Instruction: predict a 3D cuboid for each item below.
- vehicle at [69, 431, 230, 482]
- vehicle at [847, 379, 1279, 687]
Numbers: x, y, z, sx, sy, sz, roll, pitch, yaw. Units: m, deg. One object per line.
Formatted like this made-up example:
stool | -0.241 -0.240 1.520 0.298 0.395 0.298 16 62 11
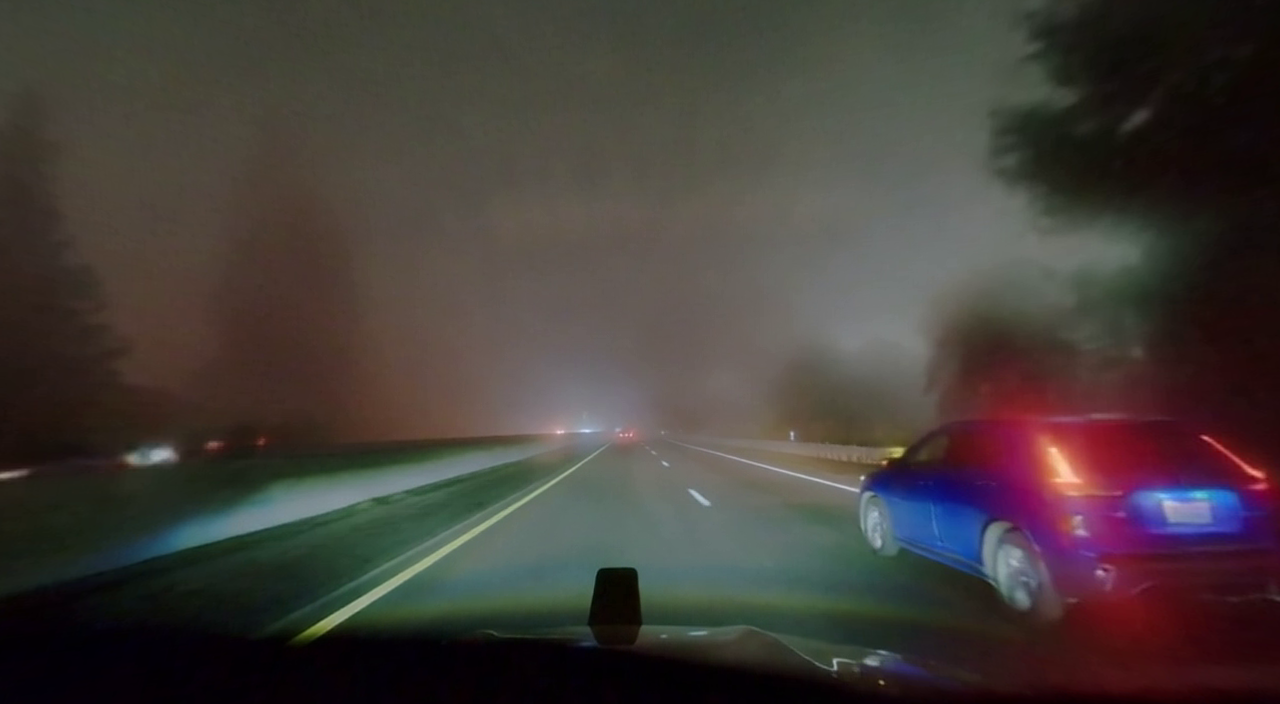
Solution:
vehicle | -16.738 3.555 21.817 1.949 1.594 4.508 0 -8 0
vehicle | 3.431 1.189 5.268 1.973 1.563 3.959 0 -8 -1
